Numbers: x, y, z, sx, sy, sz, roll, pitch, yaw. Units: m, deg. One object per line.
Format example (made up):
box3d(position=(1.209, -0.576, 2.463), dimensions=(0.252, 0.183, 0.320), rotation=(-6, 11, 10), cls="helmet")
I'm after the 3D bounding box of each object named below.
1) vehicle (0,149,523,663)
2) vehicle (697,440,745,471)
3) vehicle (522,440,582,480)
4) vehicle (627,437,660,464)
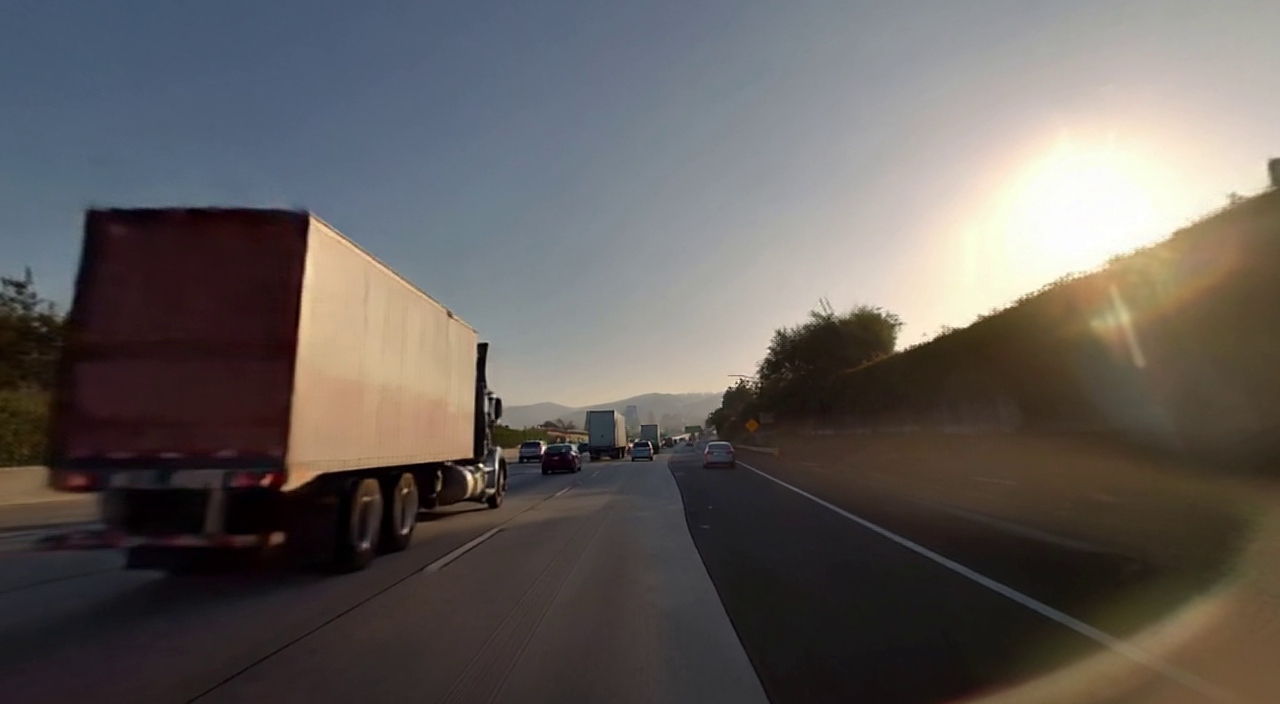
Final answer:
box3d(position=(-3.924, 0.827, 7.957), dimensions=(3.123, 3.341, 7.669), rotation=(-1, -8, 2), cls="vehicle")
box3d(position=(4.169, 5.404, 33.026), dimensions=(2.176, 1.493, 3.955), rotation=(-1, -8, 3), cls="vehicle")
box3d(position=(-3.773, 4.689, 27.759), dimensions=(1.866, 1.568, 4.603), rotation=(0, -8, 1), cls="vehicle")
box3d(position=(0.248, 7.249, 46.418), dimensions=(2.325, 1.864, 4.128), rotation=(0, -8, 0), cls="vehicle")
